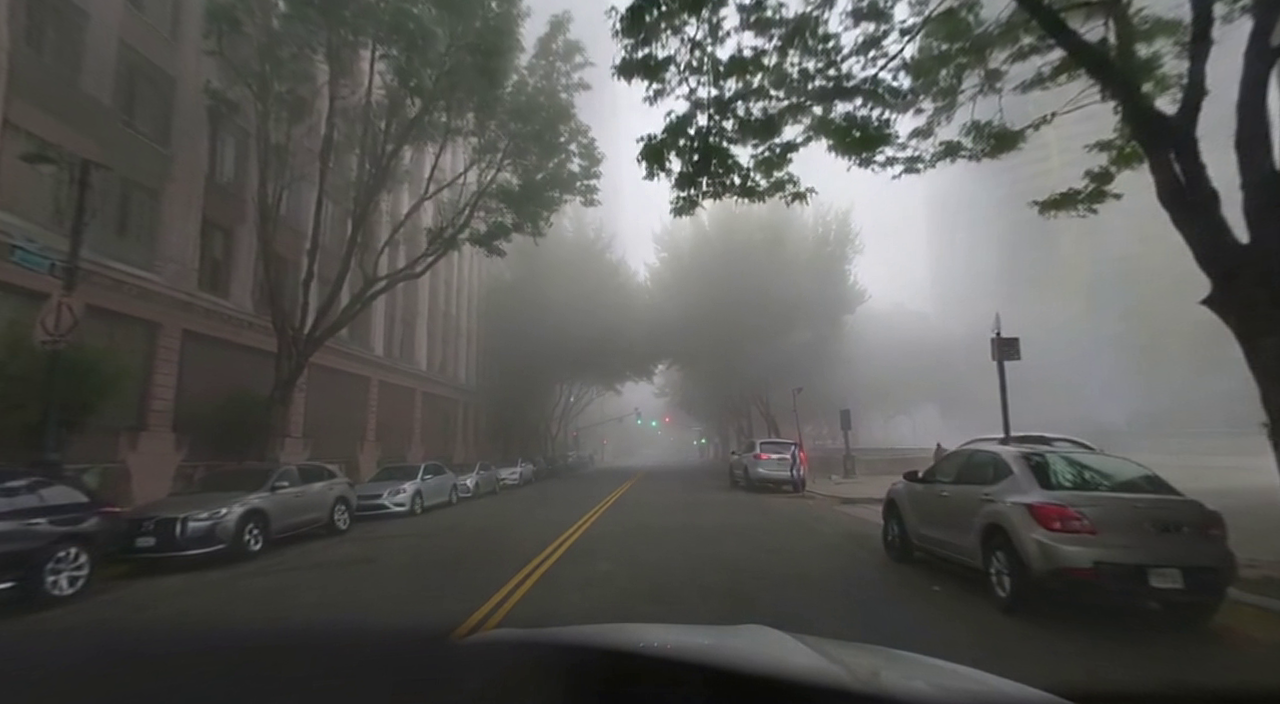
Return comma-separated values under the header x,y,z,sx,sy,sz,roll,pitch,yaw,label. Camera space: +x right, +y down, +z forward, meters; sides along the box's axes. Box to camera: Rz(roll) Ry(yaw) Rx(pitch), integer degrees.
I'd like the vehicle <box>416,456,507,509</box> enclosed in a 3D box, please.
x,y,z,sx,sy,sz,roll,pitch,yaw,label
-6.231,4.594,22.640,1.889,1.451,5.013,-2,-8,-1,vehicle

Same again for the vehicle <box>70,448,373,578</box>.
x,y,z,sx,sy,sz,roll,pitch,yaw,label
-6.697,2.555,10.952,2.123,1.596,4.659,-2,-8,-1,vehicle

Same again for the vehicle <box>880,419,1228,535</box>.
x,y,z,sx,sy,sz,roll,pitch,yaw,label
7.372,2.257,11.797,4.772,1.876,2.400,-1,-8,1,vehicle

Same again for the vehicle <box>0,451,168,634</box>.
x,y,z,sx,sy,sz,roll,pitch,yaw,label
-7.004,1.735,5.305,2.244,1.616,5.013,-2,-8,-1,vehicle

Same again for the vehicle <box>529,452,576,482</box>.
x,y,z,sx,sy,sz,roll,pitch,yaw,label
-5.383,7.133,39.433,2.270,1.539,4.855,-2,-8,-1,vehicle

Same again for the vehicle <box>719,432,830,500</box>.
x,y,z,sx,sy,sz,roll,pitch,yaw,label
4.524,3.929,22.512,2.568,2.001,5.999,-2,-8,-1,vehicle

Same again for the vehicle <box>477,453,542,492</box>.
x,y,z,sx,sy,sz,roll,pitch,yaw,label
-5.912,5.494,29.103,2.110,1.498,4.555,-2,-8,-1,vehicle

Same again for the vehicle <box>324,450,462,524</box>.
x,y,z,sx,sy,sz,roll,pitch,yaw,label
-6.529,3.564,17.317,1.944,1.574,4.717,-2,-8,-1,vehicle
